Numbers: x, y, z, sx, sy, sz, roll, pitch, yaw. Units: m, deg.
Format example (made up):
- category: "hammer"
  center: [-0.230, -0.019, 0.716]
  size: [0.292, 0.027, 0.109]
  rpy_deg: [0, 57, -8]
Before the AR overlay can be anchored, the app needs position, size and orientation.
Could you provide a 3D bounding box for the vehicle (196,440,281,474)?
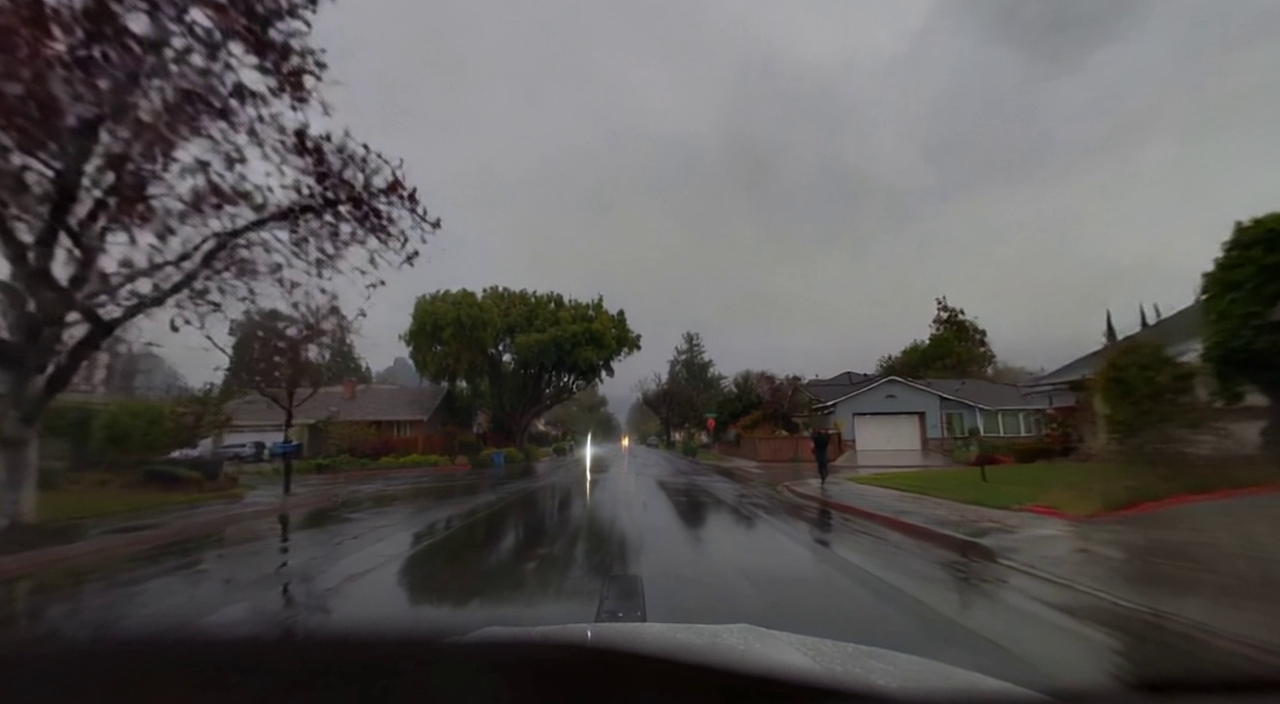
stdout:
- category: "vehicle"
  center: [-25.076, 6.579, 39.701]
  size: [2.004, 1.856, 4.934]
  rpy_deg: [-4, -9, 2]
